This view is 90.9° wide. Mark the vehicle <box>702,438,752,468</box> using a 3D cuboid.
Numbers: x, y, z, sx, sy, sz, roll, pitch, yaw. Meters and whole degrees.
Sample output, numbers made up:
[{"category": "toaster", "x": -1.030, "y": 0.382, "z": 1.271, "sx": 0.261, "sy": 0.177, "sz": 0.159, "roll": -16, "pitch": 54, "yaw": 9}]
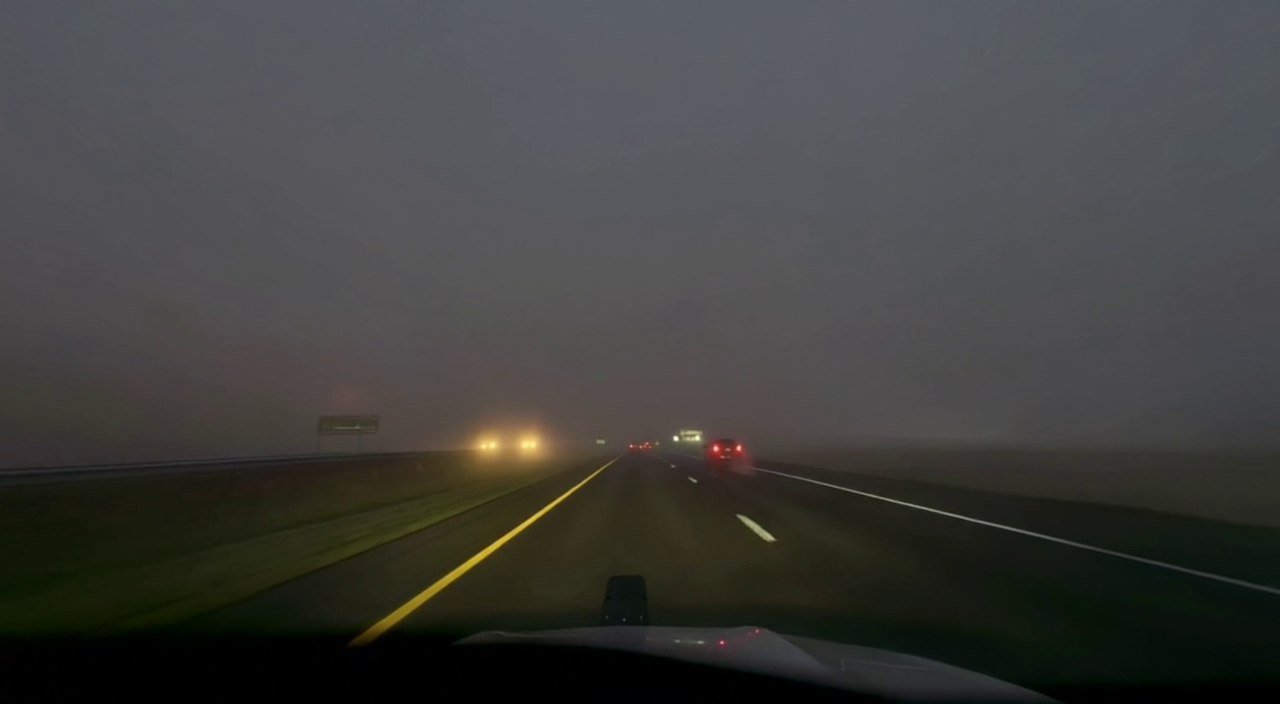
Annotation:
[{"category": "vehicle", "x": 4.616, "y": 5.423, "z": 34.124, "sx": 2.012, "sy": 1.476, "sz": 4.256, "roll": 0, "pitch": -8, "yaw": -1}]
